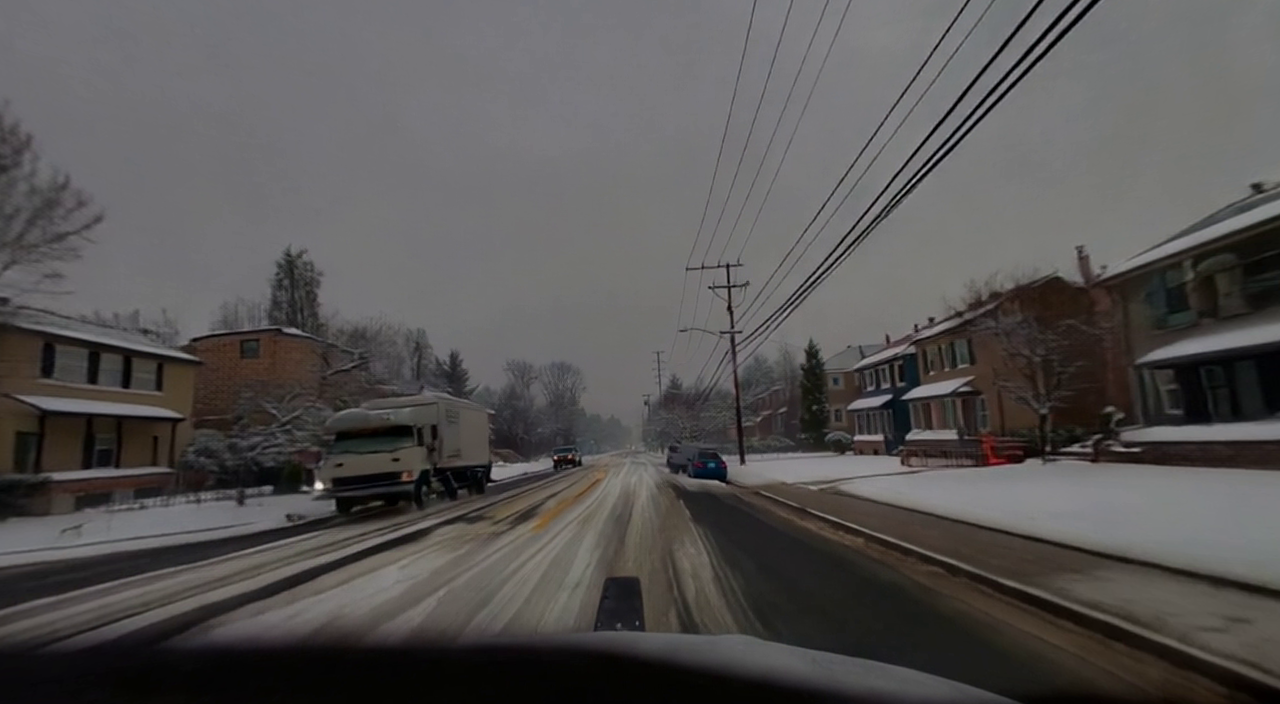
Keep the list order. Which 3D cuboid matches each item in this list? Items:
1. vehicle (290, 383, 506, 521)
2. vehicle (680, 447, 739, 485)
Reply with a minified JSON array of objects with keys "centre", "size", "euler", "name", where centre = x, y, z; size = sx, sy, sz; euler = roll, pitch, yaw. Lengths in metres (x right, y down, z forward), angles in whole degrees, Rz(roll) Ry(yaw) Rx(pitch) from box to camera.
[{"centre":[-6.546,2.964,18.923],"size":[3.197,3.187,7.847],"euler":[-1,-9,2],"name":"vehicle"},{"centre":[2.900,4.882,27.331],"size":[1.890,1.463,4.952],"euler":[0,-9,-1],"name":"vehicle"}]
